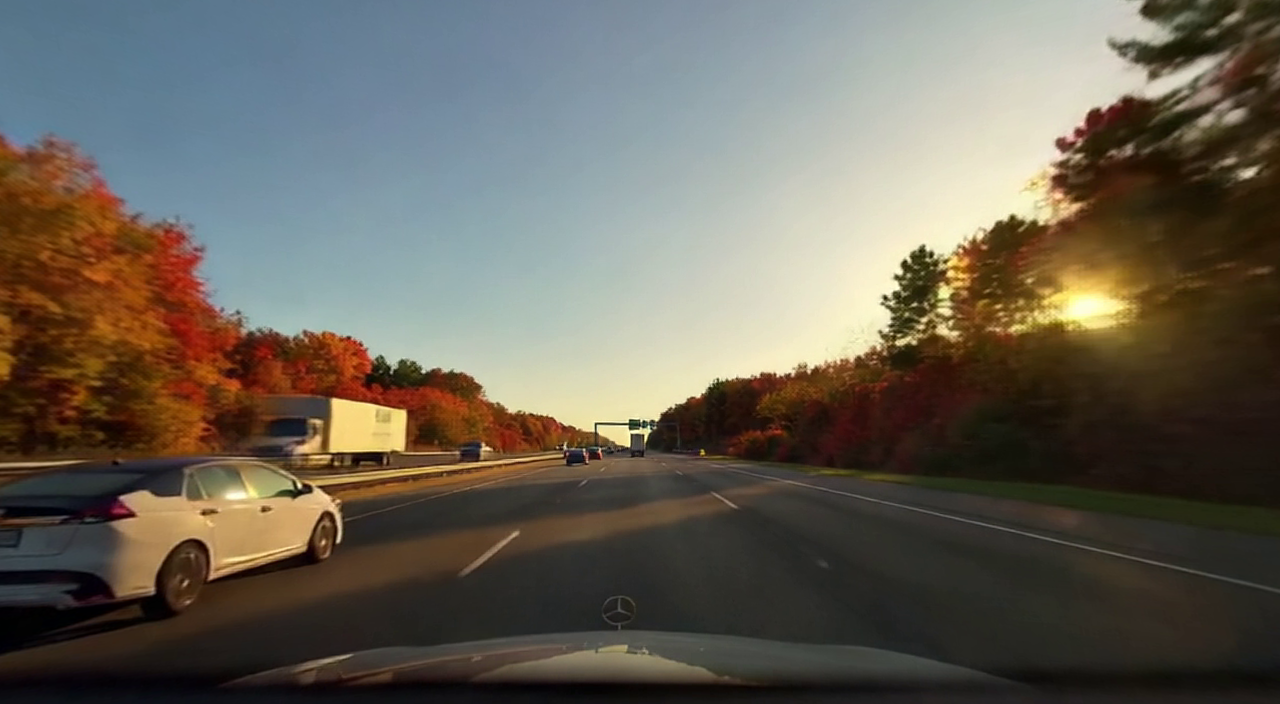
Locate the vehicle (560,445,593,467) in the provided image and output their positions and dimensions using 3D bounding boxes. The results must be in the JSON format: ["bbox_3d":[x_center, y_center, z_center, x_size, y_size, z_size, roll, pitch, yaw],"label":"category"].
[{"bbox_3d":[-4.426,7.348,44.401,1.963,1.475,3.665,0,-9,0],"label":"vehicle"}]

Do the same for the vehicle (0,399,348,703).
[{"bbox_3d":[-4.275,1.273,4.854,2.071,1.525,4.058,0,-9,0],"label":"vehicle"}]

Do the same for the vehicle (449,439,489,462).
[{"bbox_3d":[-13.266,7.691,48.911,1.946,1.640,4.360,0,-9,0],"label":"vehicle"}]
